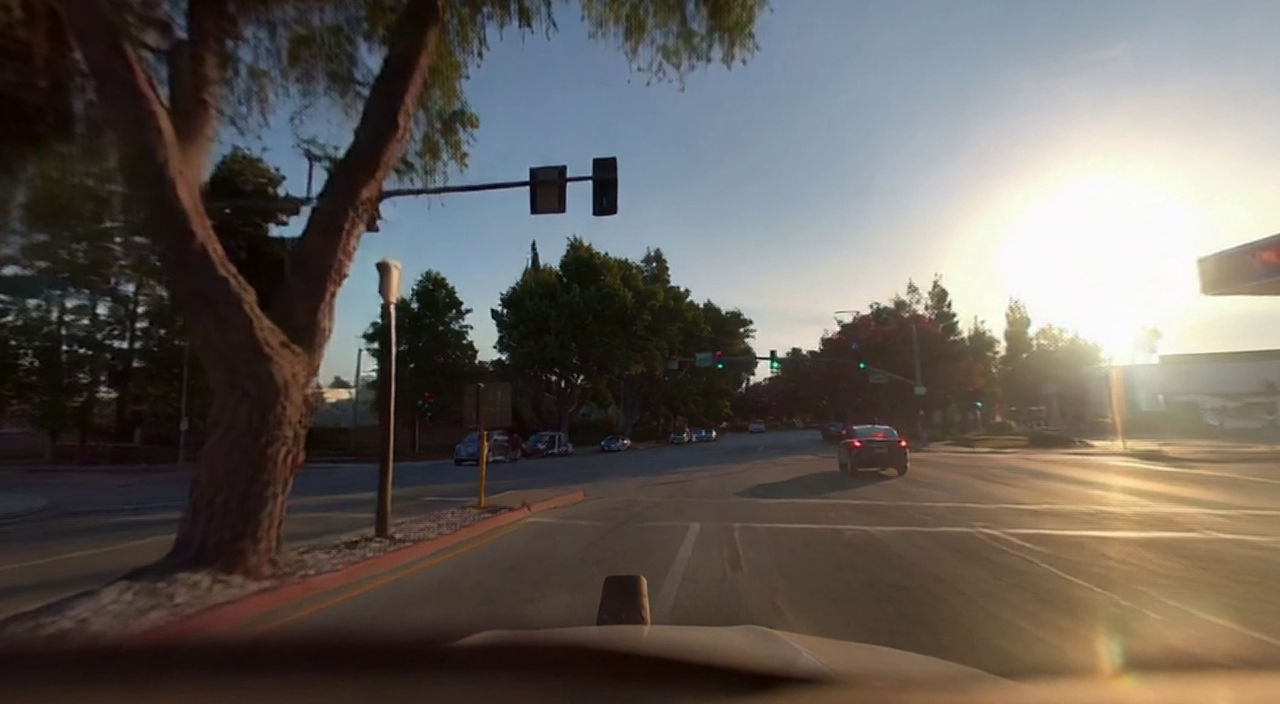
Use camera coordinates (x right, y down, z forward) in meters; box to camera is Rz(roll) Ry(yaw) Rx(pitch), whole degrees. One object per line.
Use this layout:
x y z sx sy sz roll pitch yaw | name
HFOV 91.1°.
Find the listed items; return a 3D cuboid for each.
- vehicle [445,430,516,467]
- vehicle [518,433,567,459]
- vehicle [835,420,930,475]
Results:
-8.547 5.222 34.070 2.112 1.853 4.516 -2 -8 9 | vehicle
-6.909 6.745 45.076 2.090 1.779 4.697 -2 -8 10 | vehicle
8.247 3.294 21.779 2.090 1.717 4.063 -1 -8 8 | vehicle
